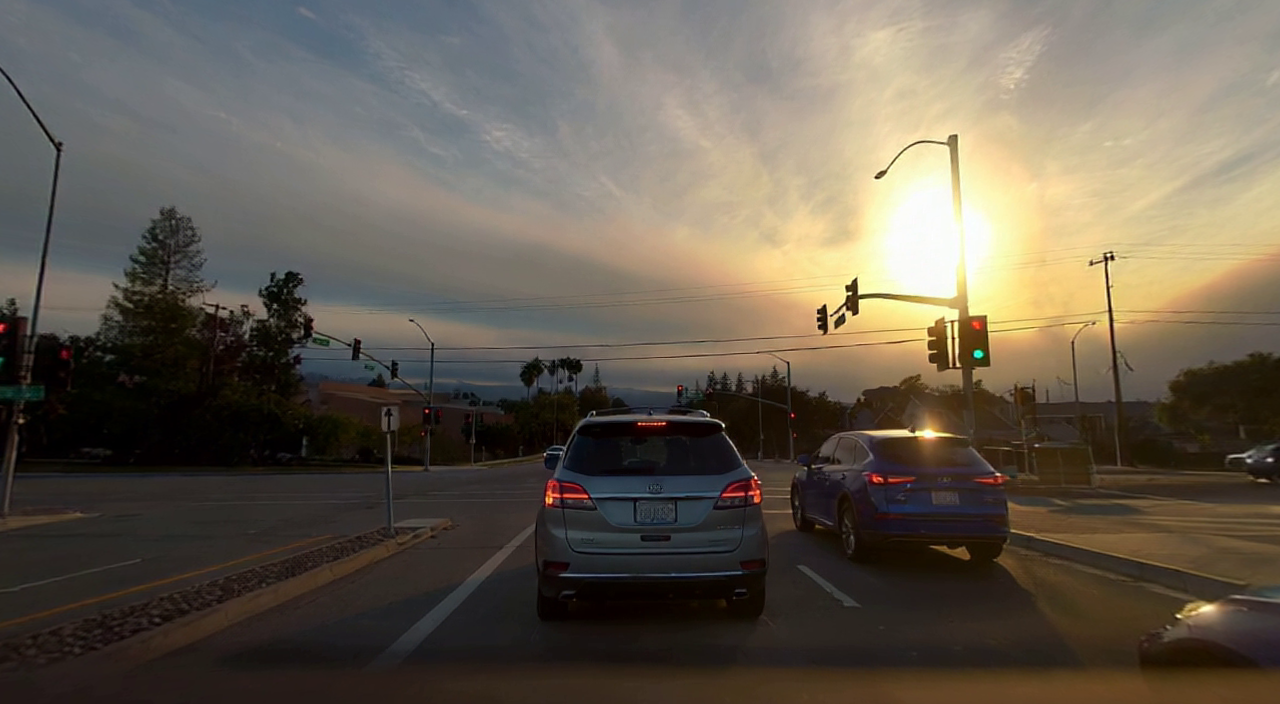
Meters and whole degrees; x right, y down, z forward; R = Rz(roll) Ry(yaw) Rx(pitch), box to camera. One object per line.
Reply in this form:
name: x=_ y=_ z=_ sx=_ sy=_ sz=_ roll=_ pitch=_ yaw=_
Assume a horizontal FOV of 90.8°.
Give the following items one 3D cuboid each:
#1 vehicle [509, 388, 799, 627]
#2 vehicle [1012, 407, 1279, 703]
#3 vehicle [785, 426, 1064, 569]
vehicle: x=0.096 y=1.497 z=7.069 sx=2.170 sy=1.793 sz=4.468 roll=0 pitch=-8 yaw=0
vehicle: x=3.155 y=0.820 z=1.432 sx=1.924 sy=1.466 sz=4.461 roll=0 pitch=-8 yaw=1
vehicle: x=3.517 y=1.860 z=8.870 sx=1.861 sy=1.495 sz=4.215 roll=0 pitch=-8 yaw=-1
